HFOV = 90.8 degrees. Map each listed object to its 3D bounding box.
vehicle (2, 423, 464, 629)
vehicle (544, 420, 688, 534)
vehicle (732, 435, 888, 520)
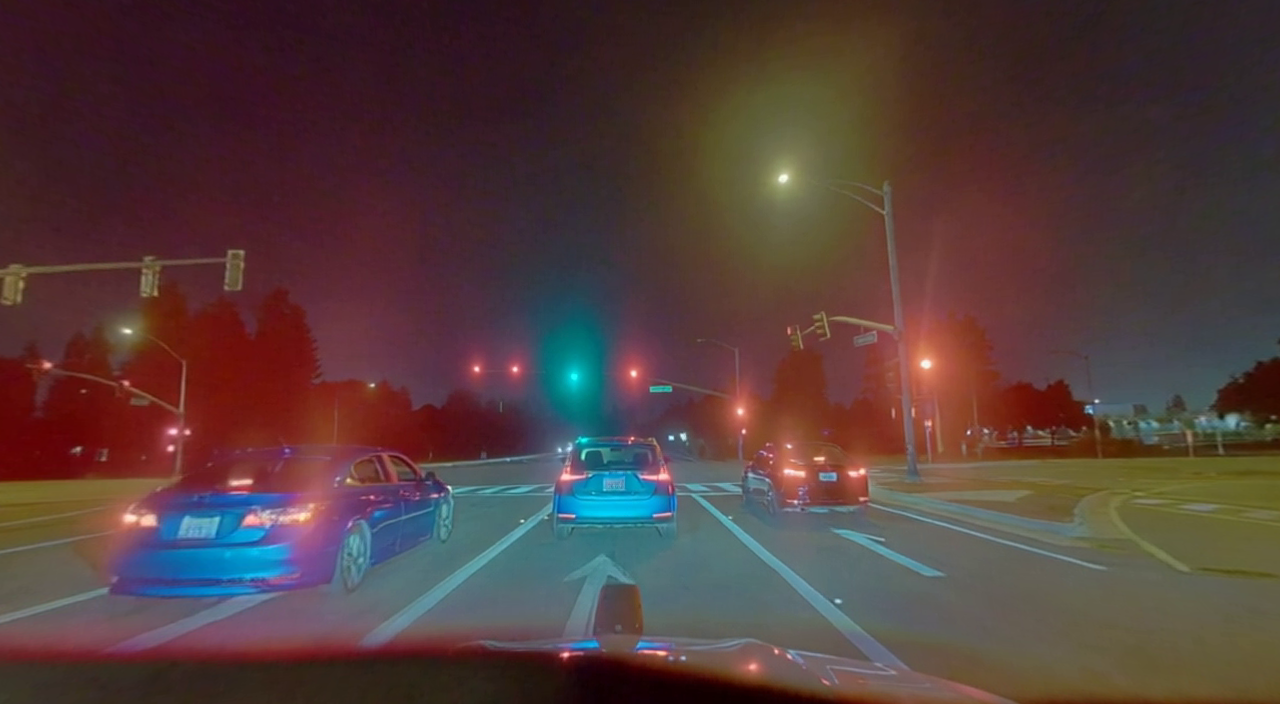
[{"bbox_3d":[-3.581,1.593,6.875,2.052,1.472,4.479,0,-8,0],"label":"vehicle"},{"bbox_3d":[-0.352,2.059,10.928,2.038,1.599,3.844,0,-8,0],"label":"vehicle"},{"bbox_3d":[3.271,2.501,13.202,1.970,1.449,4.433,0,-8,-1],"label":"vehicle"}]
